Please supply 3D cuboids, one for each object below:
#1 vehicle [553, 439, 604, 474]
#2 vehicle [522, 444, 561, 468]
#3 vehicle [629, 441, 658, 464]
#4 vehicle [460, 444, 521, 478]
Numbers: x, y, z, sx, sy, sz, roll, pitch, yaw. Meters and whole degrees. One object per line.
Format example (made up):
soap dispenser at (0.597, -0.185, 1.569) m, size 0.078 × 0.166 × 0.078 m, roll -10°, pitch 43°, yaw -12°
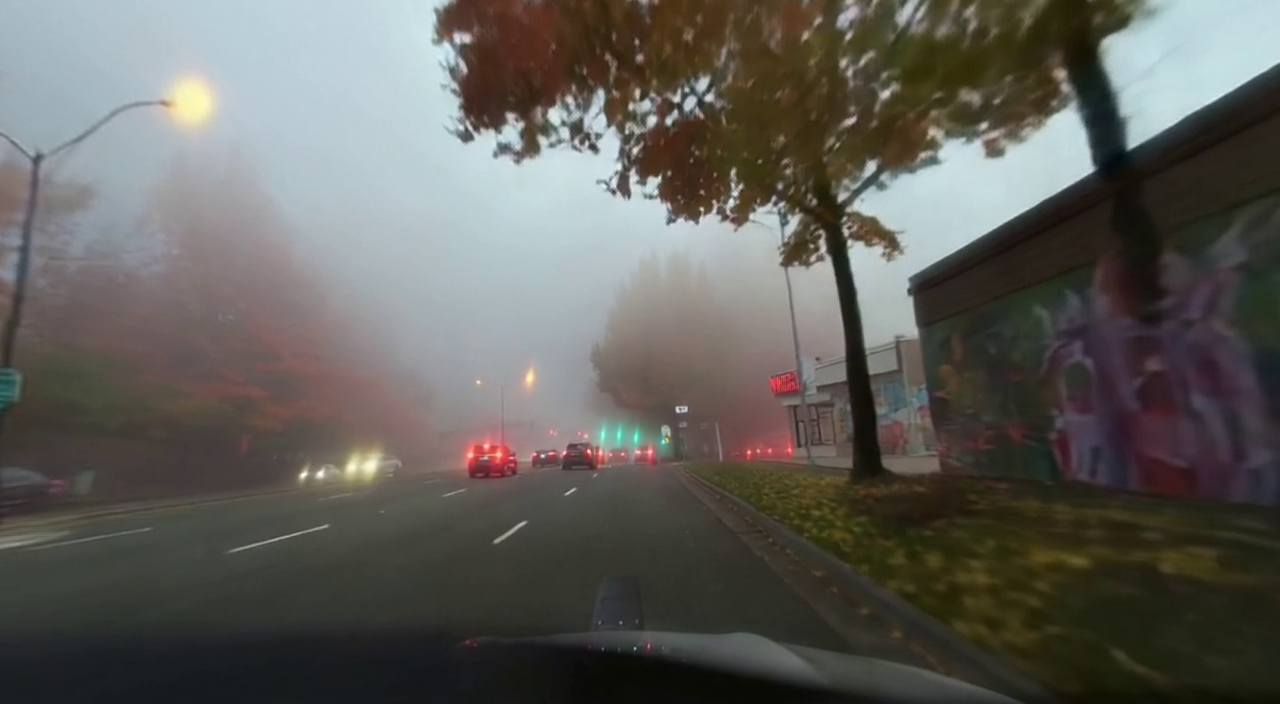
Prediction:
vehicle at (-3.158, 5.499, 33.338) m, size 2.165 × 1.663 × 4.513 m, roll 0°, pitch -9°, yaw 1°
vehicle at (-7.446, 7.901, 47.909) m, size 2.069 × 1.719 × 4.441 m, roll 0°, pitch -9°, yaw 2°
vehicle at (0.236, 7.821, 48.973) m, size 2.144 × 1.704 × 4.028 m, roll 1°, pitch -9°, yaw -1°
vehicle at (-7.480, 5.479, 31.930) m, size 1.932 × 1.596 × 4.247 m, roll 0°, pitch -9°, yaw 1°
